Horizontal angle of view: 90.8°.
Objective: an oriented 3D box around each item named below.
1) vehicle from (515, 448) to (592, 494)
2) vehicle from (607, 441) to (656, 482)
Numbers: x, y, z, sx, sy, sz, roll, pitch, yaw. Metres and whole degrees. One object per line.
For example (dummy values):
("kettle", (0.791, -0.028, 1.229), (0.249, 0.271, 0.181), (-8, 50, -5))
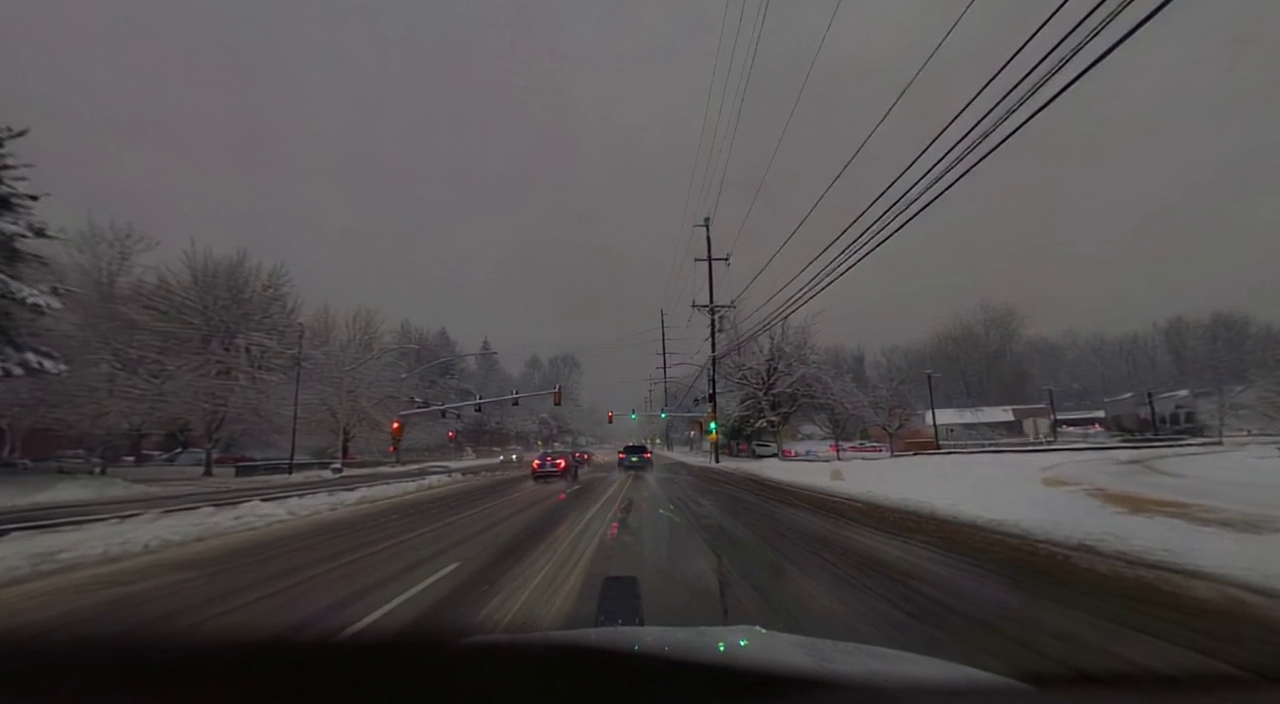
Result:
("vehicle", (-3.062, 4.312, 23.320), (2.064, 1.464, 4.373), (0, -8, 2))
("vehicle", (-0.355, 5.338, 30.982), (2.276, 1.850, 3.897), (0, -8, 1))
